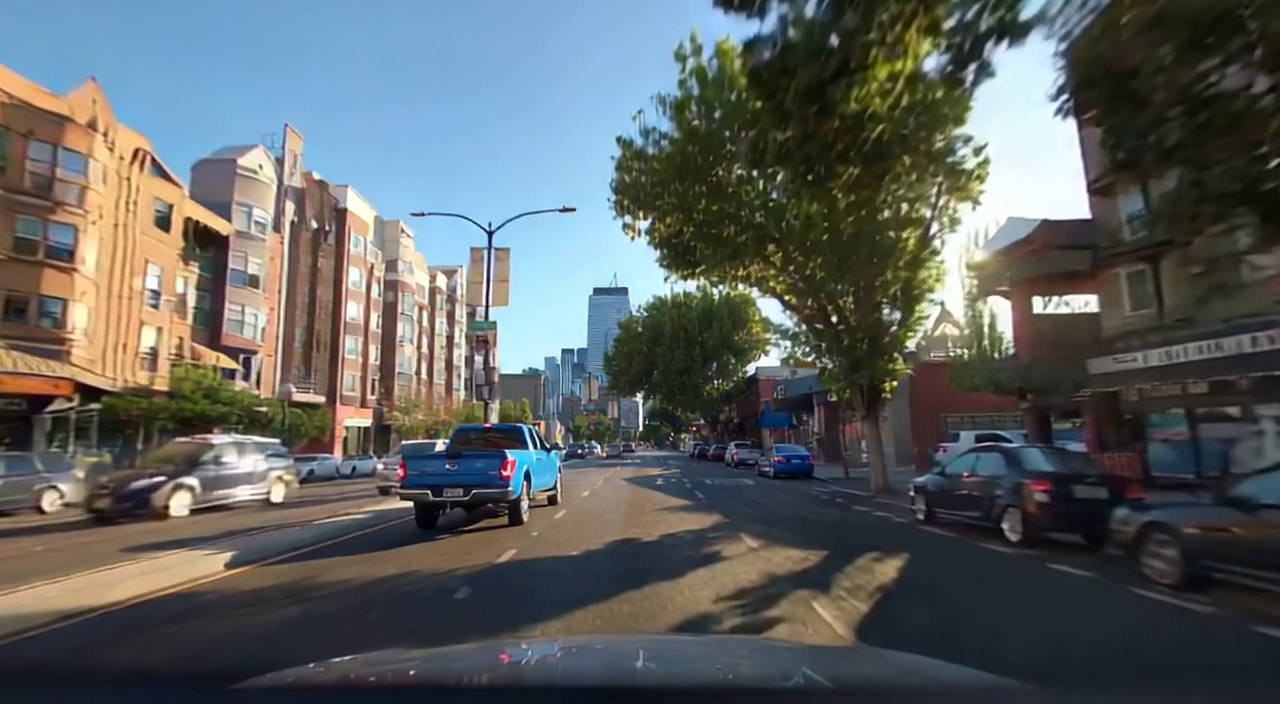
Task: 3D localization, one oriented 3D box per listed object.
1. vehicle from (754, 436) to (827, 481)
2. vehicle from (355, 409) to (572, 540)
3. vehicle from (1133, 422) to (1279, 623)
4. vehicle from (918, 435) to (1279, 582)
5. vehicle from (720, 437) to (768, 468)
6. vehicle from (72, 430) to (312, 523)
[{"bbox_3d":[6.198,4.422,26.518,1.928,1.679,4.716,0,-8,1],"label":"vehicle"},{"bbox_3d":[-2.735,2.094,11.449,2.197,1.786,5.365,0,-8,2],"label":"vehicle"},{"bbox_3d":[5.958,1.242,4.311,1.871,1.559,4.015,0,-8,0],"label":"vehicle"},{"bbox_3d":[6.003,1.965,8.877,2.015,1.494,4.550,0,-8,-1],"label":"vehicle"},{"bbox_3d":[6.186,6.053,38.015,2.018,1.743,4.529,0,-8,-1],"label":"vehicle"},{"bbox_3d":[-10.043,2.800,14.806,2.095,1.784,4.769,0,-8,0],"label":"vehicle"}]
